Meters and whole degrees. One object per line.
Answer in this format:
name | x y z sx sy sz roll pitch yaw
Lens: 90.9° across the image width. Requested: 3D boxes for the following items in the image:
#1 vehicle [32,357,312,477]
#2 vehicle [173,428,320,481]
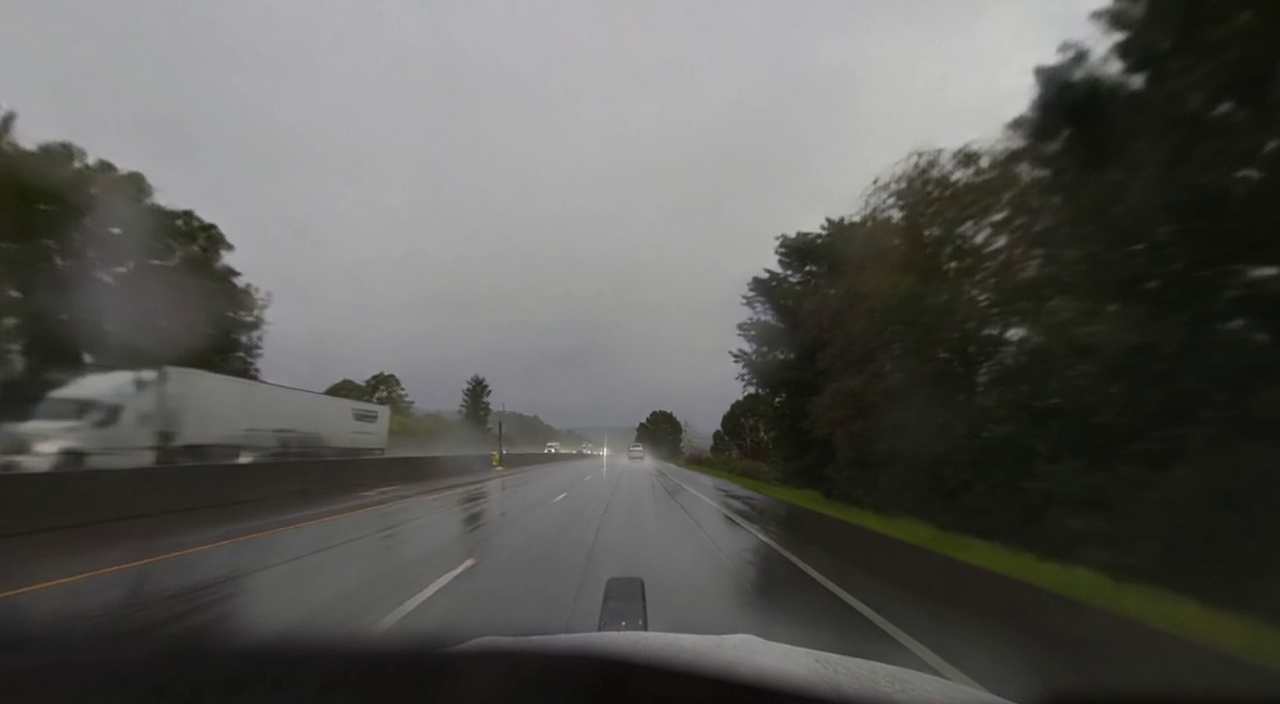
vehicle | -16.617 2.723 23.971 2.903 3.554 10.284 0 -9 -1
vehicle | -12.170 3.231 19.889 1.960 1.471 4.203 0 -9 -1
